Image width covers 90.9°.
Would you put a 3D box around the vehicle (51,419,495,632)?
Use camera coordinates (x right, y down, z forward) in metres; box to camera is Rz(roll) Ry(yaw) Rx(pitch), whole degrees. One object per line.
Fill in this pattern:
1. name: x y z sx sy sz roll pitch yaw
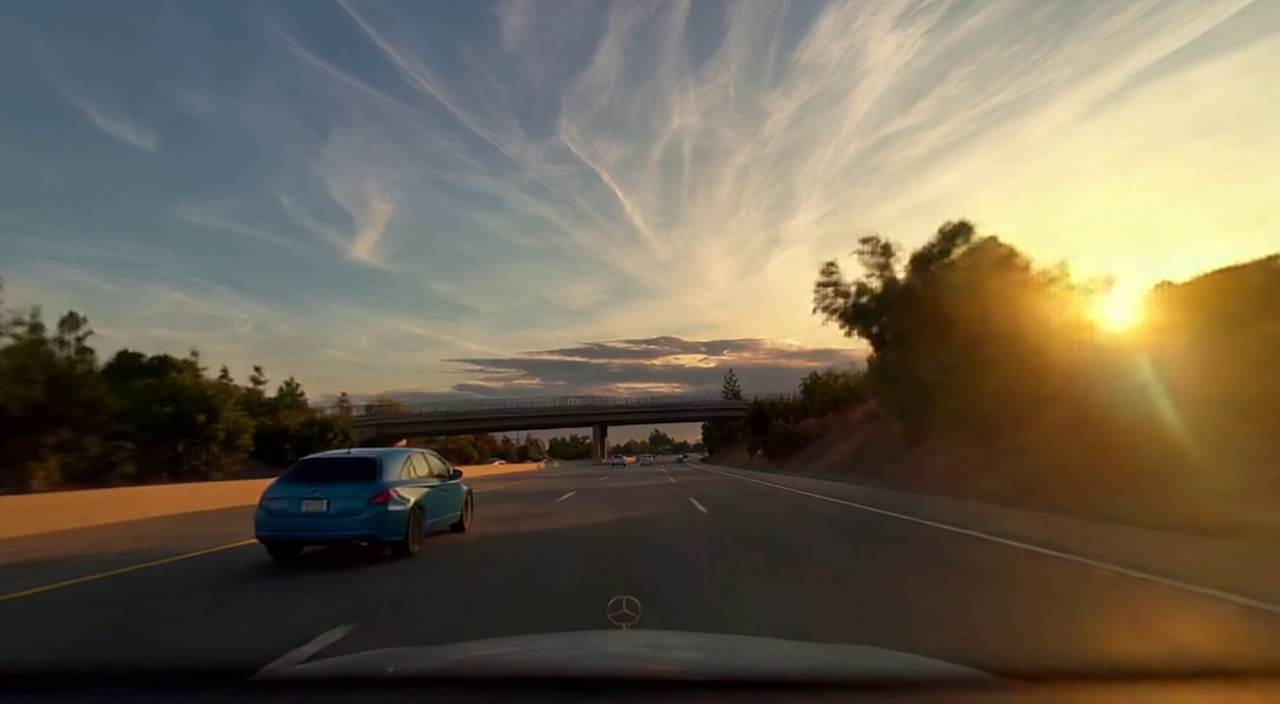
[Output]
1. vehicle: -3.409 1.727 7.355 2.274 1.628 4.807 0 -9 0
